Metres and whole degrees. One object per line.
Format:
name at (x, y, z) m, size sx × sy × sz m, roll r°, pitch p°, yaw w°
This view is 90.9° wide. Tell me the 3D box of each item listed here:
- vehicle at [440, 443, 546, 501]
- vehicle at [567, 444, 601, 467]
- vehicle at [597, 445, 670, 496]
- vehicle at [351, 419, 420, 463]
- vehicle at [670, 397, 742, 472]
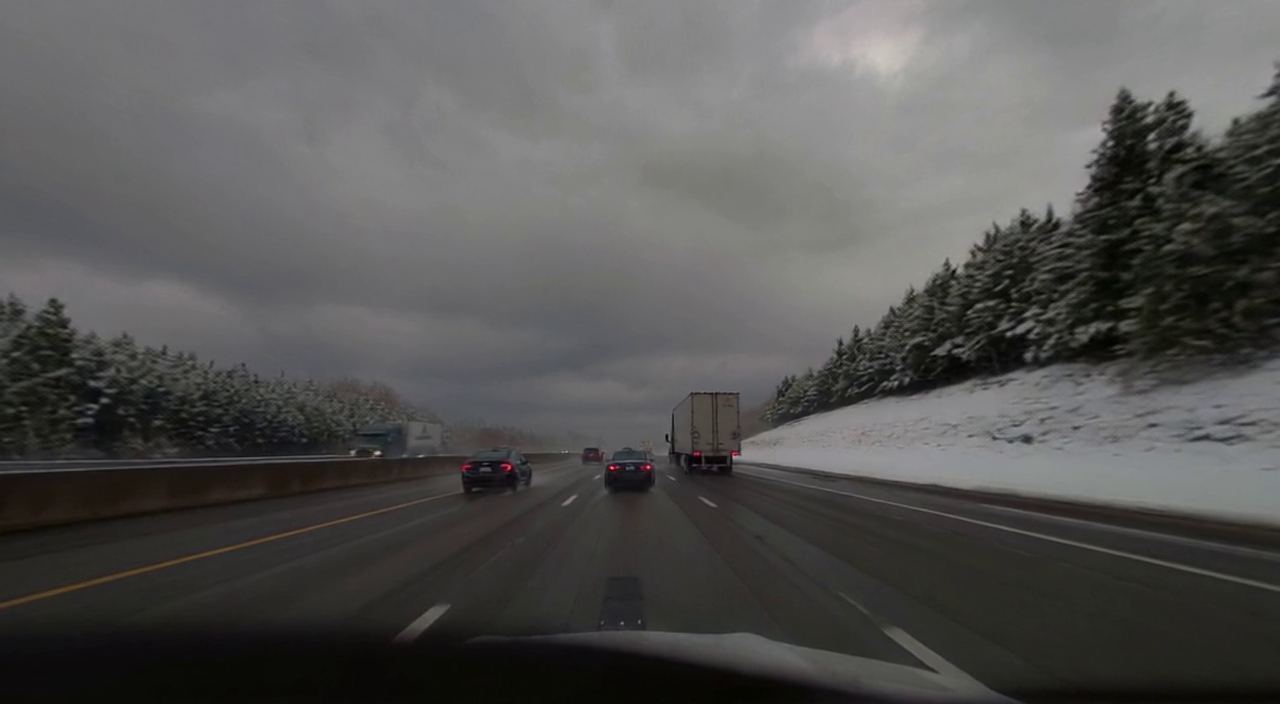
vehicle at (-4.085, 3.402, 18.333) m, size 2.017 × 1.460 × 4.382 m, roll 0°, pitch -9°, yaw 0°
vehicle at (-4.294, 7.984, 48.799) m, size 2.232 × 1.688 × 4.844 m, roll 0°, pitch -9°, yaw -1°
vehicle at (-0.221, 3.584, 19.448) m, size 2.023 × 1.400 × 4.028 m, roll 0°, pitch -9°, yaw -1°
vehicle at (-16.884, 6.011, 42.219) m, size 2.204 × 2.696 × 5.896 m, roll 0°, pitch -9°, yaw -1°
vehicle at (3.939, 5.624, 41.737) m, size 2.905 × 4.109 × 14.332 m, roll 0°, pitch -9°, yaw -1°
